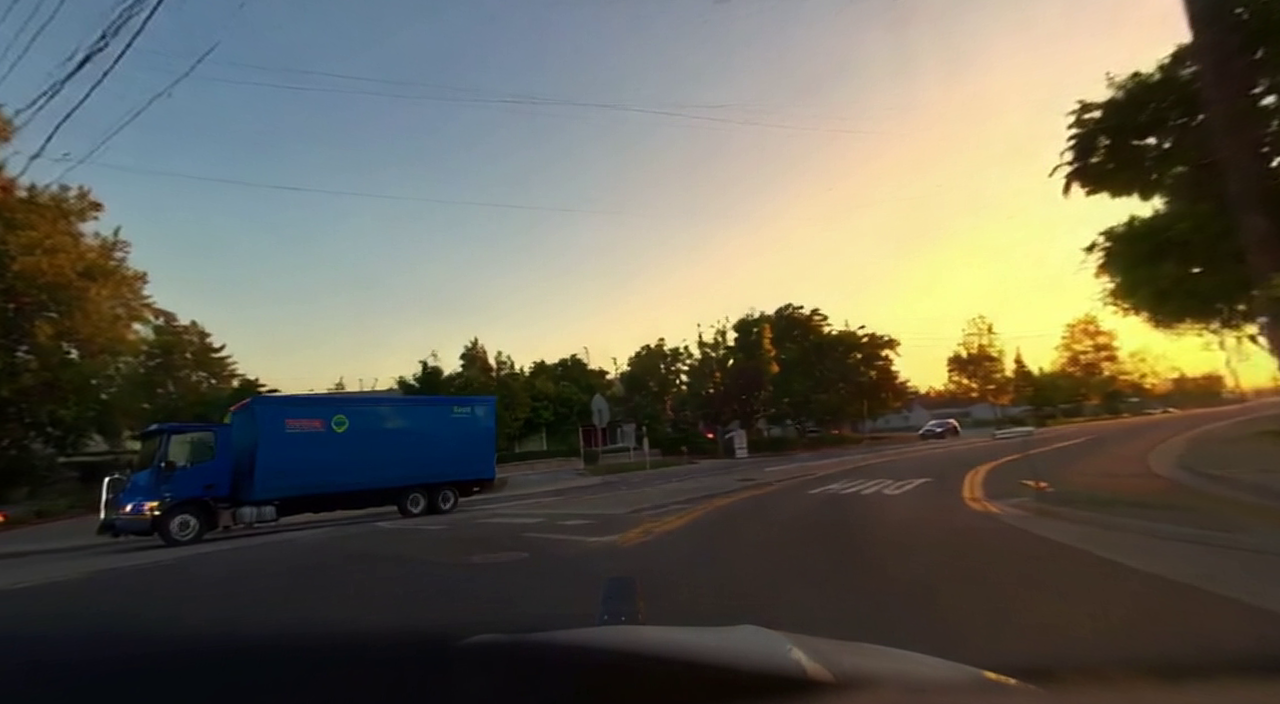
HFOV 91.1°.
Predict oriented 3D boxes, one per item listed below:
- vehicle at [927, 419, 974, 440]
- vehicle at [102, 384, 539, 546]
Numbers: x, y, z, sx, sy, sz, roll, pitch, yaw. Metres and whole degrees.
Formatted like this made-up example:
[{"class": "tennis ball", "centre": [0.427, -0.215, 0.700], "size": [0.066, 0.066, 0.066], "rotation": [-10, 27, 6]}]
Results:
[{"class": "vehicle", "centre": [23.400, 5.865, 47.240], "size": [4.075, 1.523, 1.837], "rotation": [8, -11, -44]}, {"class": "vehicle", "centre": [-7.815, 2.675, 16.884], "size": [9.680, 3.326, 2.838], "rotation": [3, -8, -34]}]
